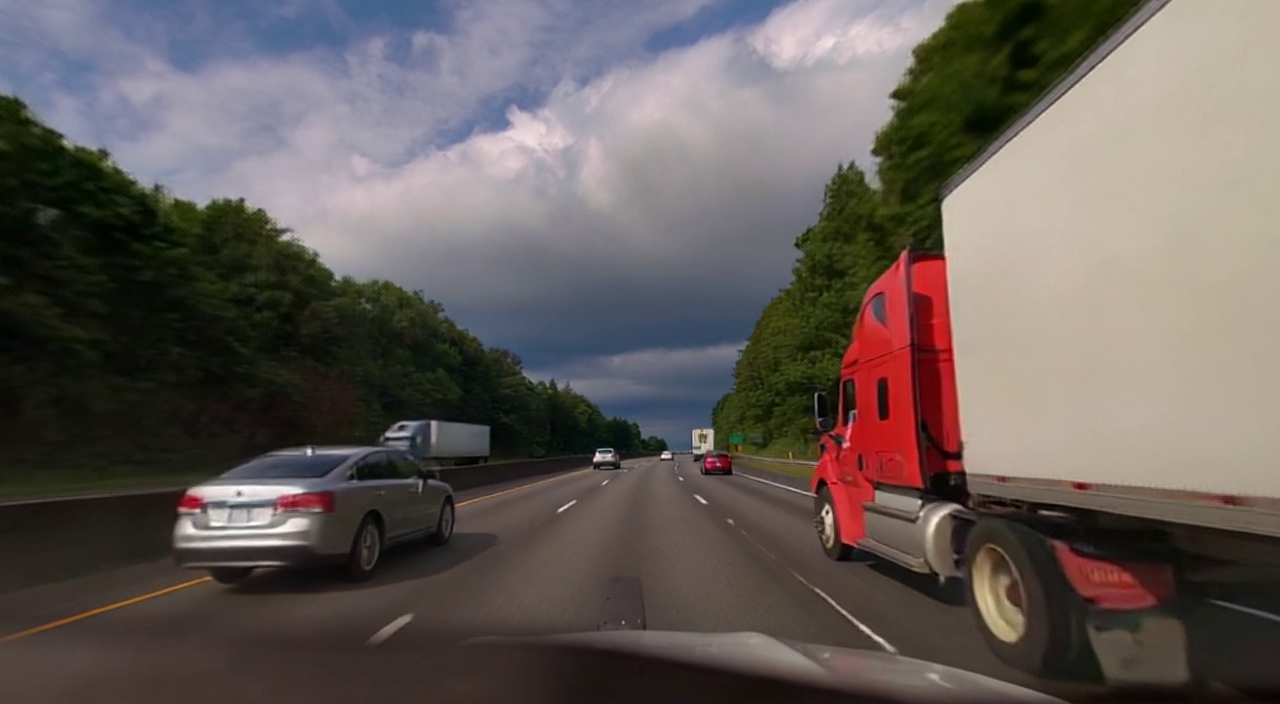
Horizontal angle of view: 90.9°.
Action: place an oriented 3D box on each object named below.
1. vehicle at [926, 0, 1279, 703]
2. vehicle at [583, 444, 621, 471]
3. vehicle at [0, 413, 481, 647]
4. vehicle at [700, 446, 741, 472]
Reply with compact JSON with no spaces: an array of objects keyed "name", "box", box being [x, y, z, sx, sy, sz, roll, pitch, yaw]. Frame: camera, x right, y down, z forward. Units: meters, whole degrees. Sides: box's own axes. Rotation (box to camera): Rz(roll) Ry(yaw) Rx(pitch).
[{"name":"vehicle","box":[4.315,-0.667,0.521,2.914,3.998,11.103,0,-9,0]},{"name":"vehicle","box":[-2.420,6.897,41.291,2.017,1.683,4.309,0,-9,2]},{"name":"vehicle","box":[-3.365,1.556,6.631,2.085,1.530,4.809,0,-9,1]},{"name":"vehicle","box":[5.155,6.914,40.812,2.176,1.598,3.878,0,-9,1]}]
